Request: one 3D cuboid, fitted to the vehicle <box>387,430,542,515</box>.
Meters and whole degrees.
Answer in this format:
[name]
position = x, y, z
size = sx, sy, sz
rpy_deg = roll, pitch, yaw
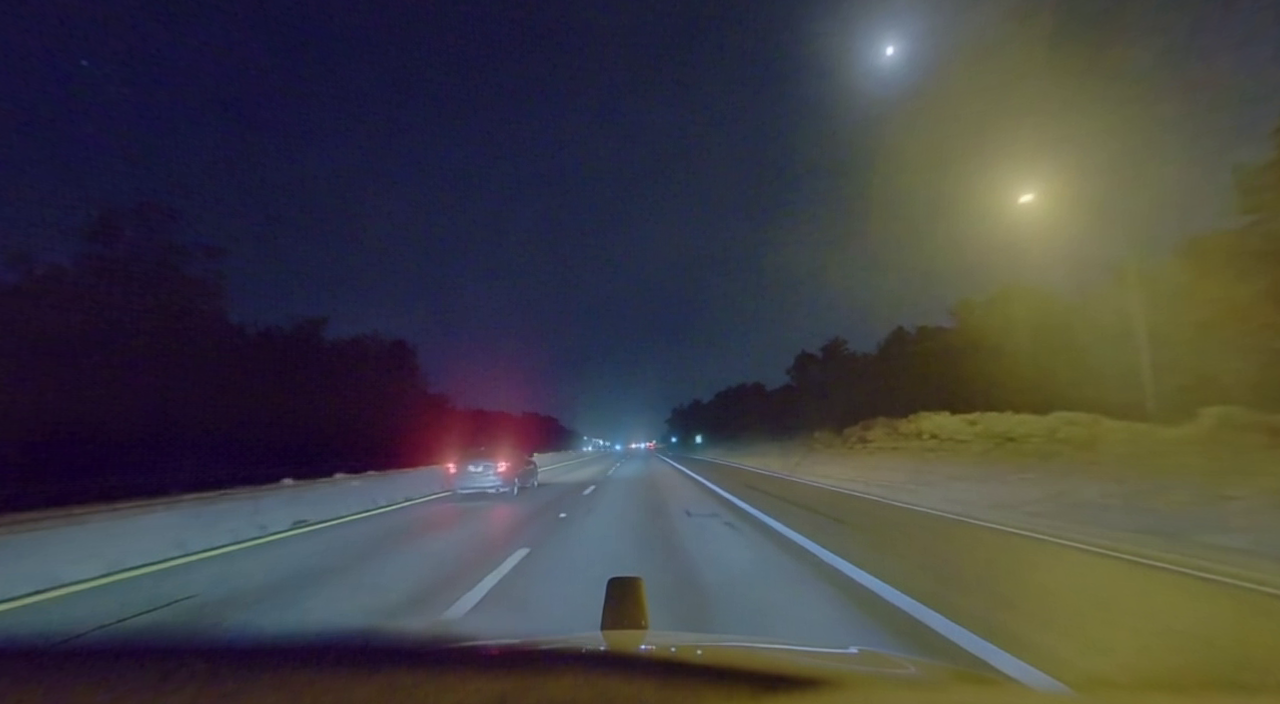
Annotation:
[vehicle]
position = -3.537, 2.509, 13.658
size = 2.051, 1.531, 4.250
rpy_deg = 0, -8, 1
